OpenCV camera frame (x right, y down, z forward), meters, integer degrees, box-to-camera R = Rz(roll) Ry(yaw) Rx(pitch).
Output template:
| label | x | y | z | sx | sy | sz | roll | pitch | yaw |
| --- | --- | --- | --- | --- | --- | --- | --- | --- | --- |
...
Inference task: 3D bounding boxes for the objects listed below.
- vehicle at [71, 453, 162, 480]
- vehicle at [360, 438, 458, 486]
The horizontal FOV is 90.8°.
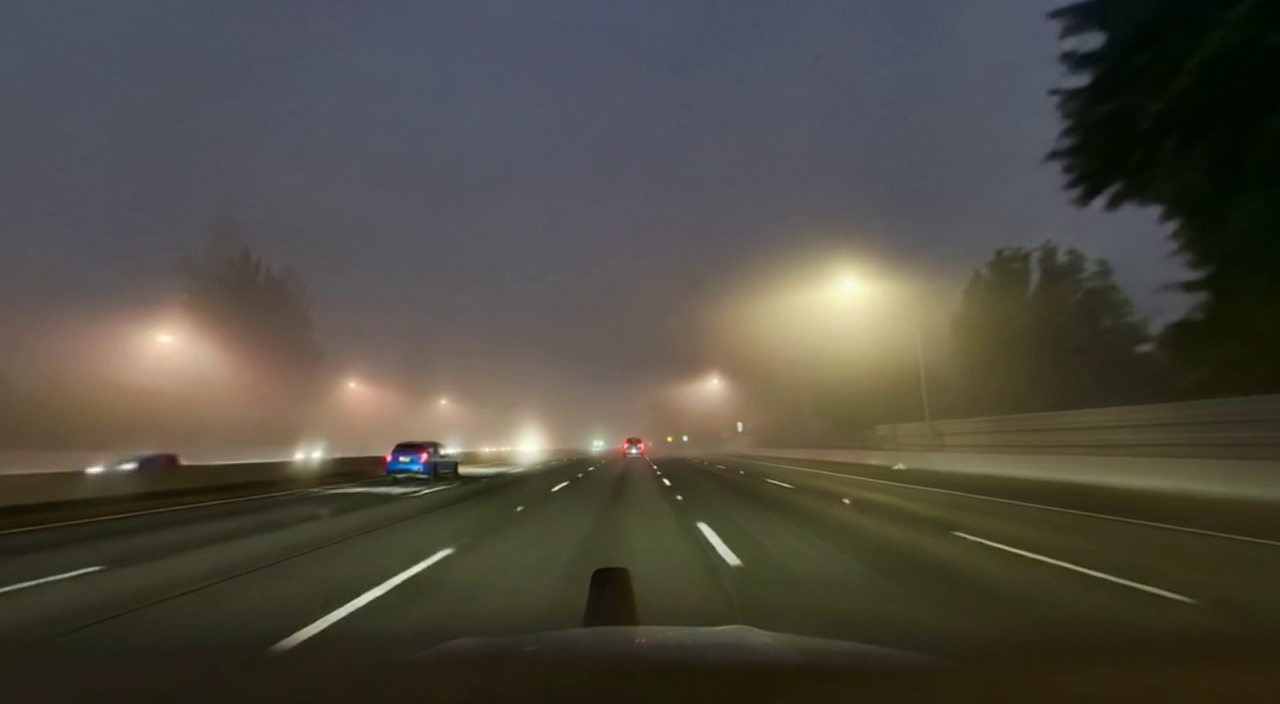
| label | x | y | z | sx | sy | sz | roll | pitch | yaw |
| --- | --- | --- | --- | --- | --- | --- | --- | --- | --- |
| vehicle | -30.076 | 6.585 | 36.453 | 1.852 | 1.420 | 3.963 | 0 | -9 | -1 |
| vehicle | -8.393 | 4.030 | 23.441 | 1.971 | 1.552 | 4.465 | 0 | -9 | 0 |
